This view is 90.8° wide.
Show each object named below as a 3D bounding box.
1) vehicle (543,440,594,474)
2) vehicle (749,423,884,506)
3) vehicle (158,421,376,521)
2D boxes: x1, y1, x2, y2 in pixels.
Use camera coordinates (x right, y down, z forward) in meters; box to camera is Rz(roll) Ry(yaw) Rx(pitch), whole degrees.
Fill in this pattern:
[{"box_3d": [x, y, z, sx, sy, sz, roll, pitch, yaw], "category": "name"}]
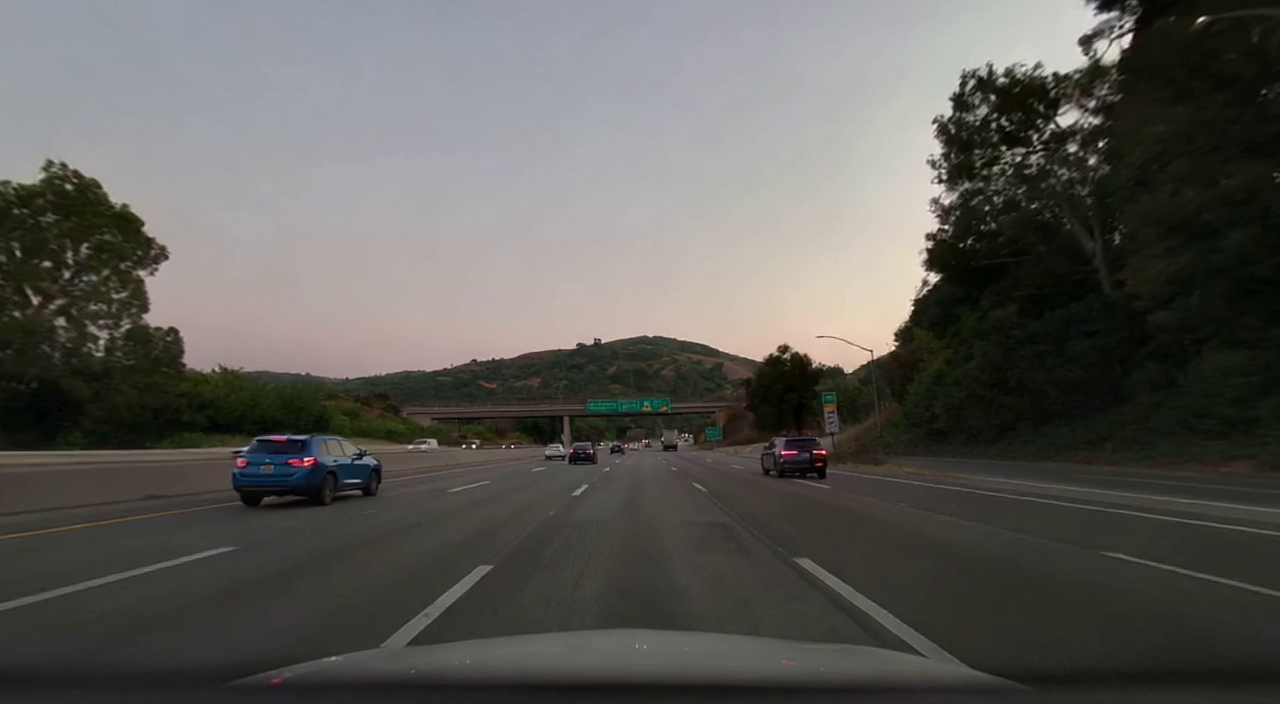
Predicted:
[{"box_3d": [-3.372, 5.046, 30.480, 1.925, 1.509, 4.363, 0, -9, 0], "category": "vehicle"}, {"box_3d": [4.099, 2.711, 15.546, 1.950, 1.719, 4.545, 0, -9, -1], "category": "vehicle"}, {"box_3d": [-7.268, 2.354, 12.941, 1.860, 1.694, 4.173, 0, -9, 0], "category": "vehicle"}]
